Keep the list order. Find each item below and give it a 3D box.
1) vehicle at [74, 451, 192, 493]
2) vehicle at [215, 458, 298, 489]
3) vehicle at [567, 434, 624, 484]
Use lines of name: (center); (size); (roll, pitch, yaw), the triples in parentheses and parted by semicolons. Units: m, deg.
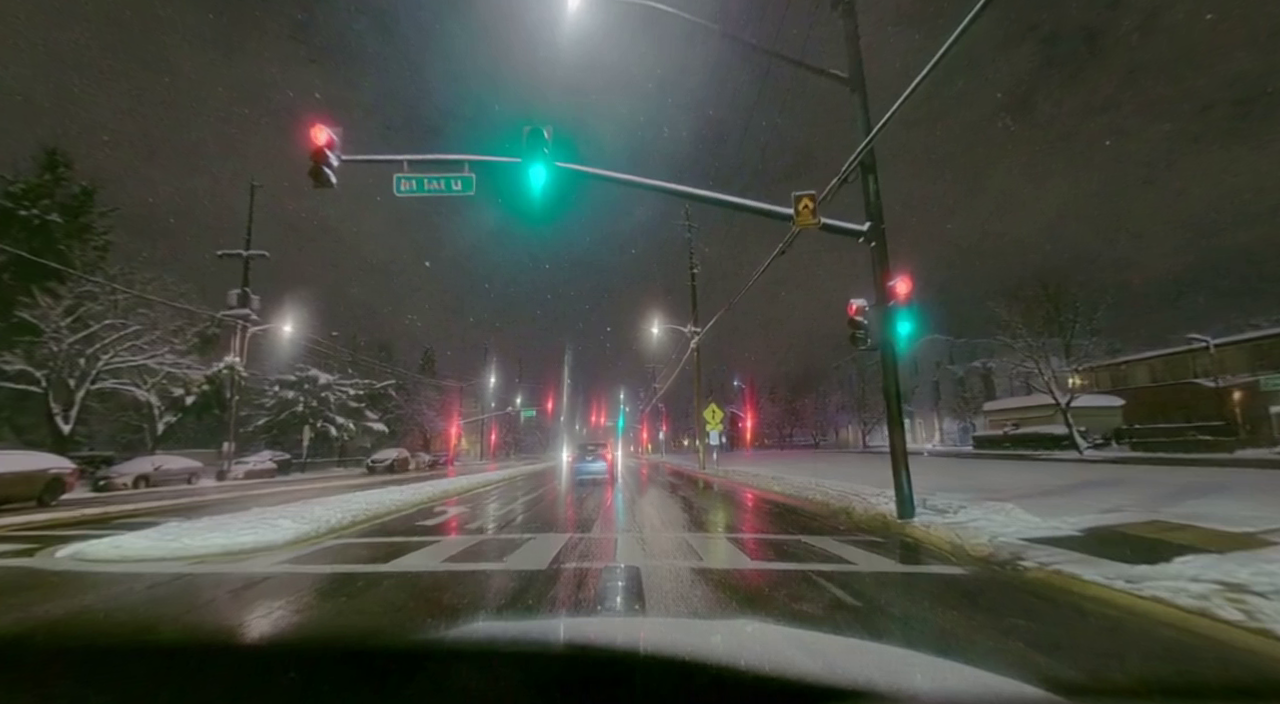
vehicle: (-25.635, 6.064, 32.037); (4.508, 1.776, 1.932); (-3, -8, 4)
vehicle: (-20.148, 6.393, 33.431); (1.786, 1.439, 4.312); (0, -9, -2)
vehicle: (-1.681, 4.140, 24.588); (2.022, 1.757, 4.041); (0, -9, -3)
